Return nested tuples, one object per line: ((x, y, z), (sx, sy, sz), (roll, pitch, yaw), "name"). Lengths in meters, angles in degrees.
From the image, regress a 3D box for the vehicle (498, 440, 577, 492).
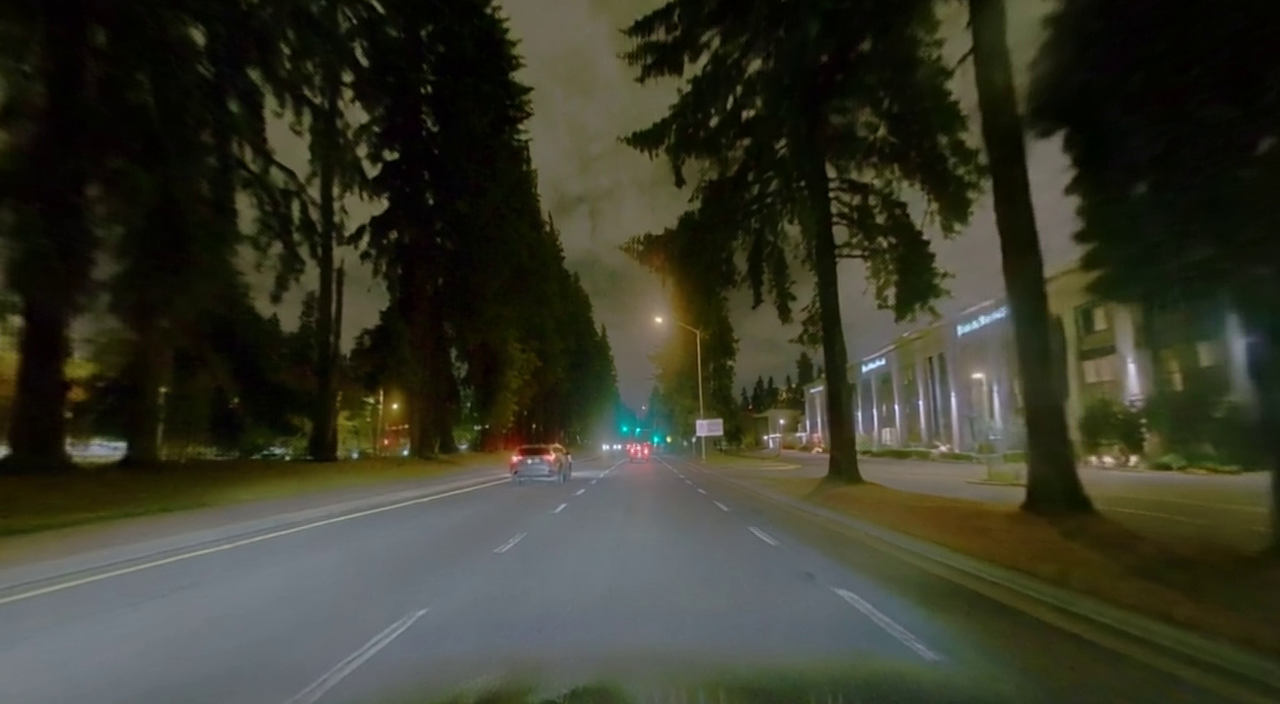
((-3.352, 3.835, 21.583), (1.942, 1.588, 4.172), (0, -9, 1), "vehicle")
